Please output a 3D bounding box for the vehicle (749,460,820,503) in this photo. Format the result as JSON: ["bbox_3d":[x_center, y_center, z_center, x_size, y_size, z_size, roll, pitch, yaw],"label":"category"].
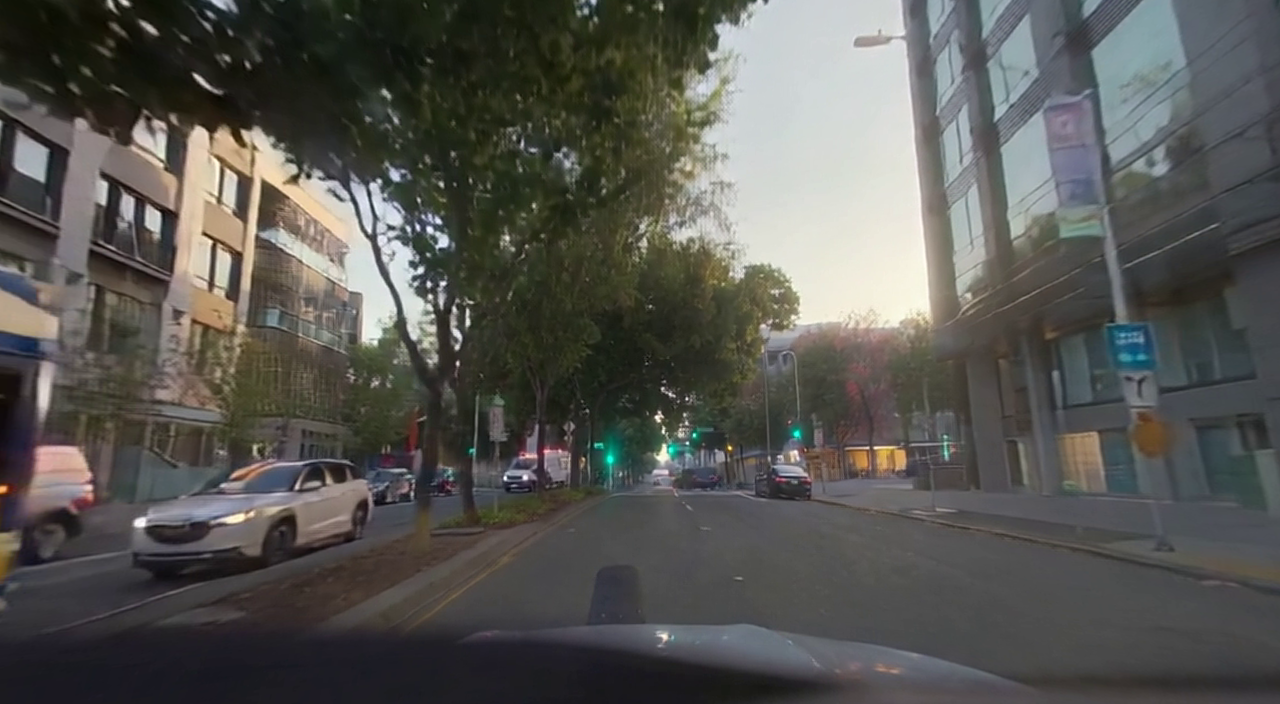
[{"bbox_3d":[6.048,5.454,26.992,1.888,1.536,4.381,0,-8,-1],"label":"vehicle"}]

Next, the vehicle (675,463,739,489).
[{"bbox_3d":[5.249,9.810,49.902,4.742,1.906,1.933,0,-8,-2],"label":"vehicle"}]

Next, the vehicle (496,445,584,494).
[{"bbox_3d":[-6.427,7.624,41.738,2.591,2.910,6.652,-4,-9,23],"label":"vehicle"}]

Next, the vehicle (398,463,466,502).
[{"bbox_3d":[-10.700,6.705,32.836,1.908,1.721,4.285,0,-8,2],"label":"vehicle"}]

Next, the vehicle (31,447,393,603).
[{"bbox_3d":[-5.087,2.035,8.369,1.914,1.530,3.980,0,-8,1],"label":"vehicle"}]
